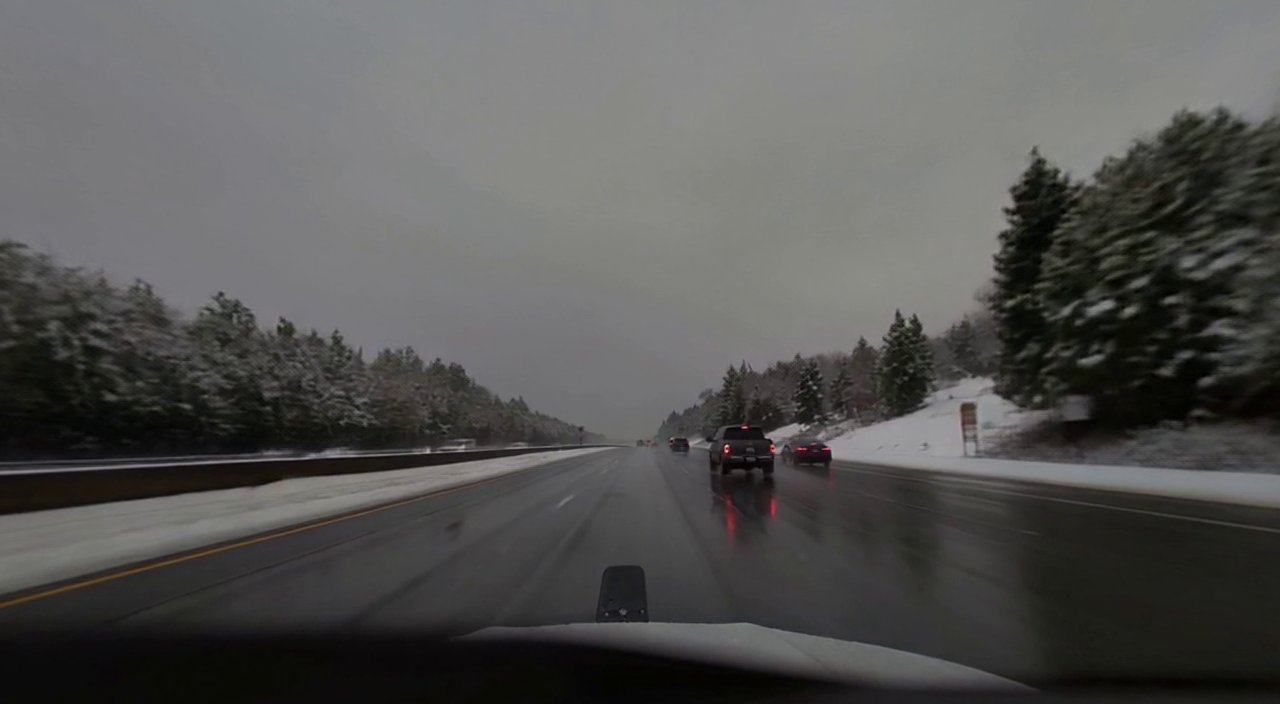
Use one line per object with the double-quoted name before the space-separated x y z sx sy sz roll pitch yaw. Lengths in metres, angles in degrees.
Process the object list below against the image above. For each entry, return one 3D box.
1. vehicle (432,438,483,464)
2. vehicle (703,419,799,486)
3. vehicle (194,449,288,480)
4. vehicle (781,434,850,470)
"vehicle" -13.998 7.606 48.761 2.297 1.834 5.498 -1 -8 1
"vehicle" 3.573 3.400 21.560 2.218 1.964 5.662 0 -8 0
"vehicle" -21.136 5.944 33.684 1.919 1.469 4.684 -1 -8 0
"vehicle" 8.836 5.056 32.162 2.045 1.658 4.598 0 -8 -2
